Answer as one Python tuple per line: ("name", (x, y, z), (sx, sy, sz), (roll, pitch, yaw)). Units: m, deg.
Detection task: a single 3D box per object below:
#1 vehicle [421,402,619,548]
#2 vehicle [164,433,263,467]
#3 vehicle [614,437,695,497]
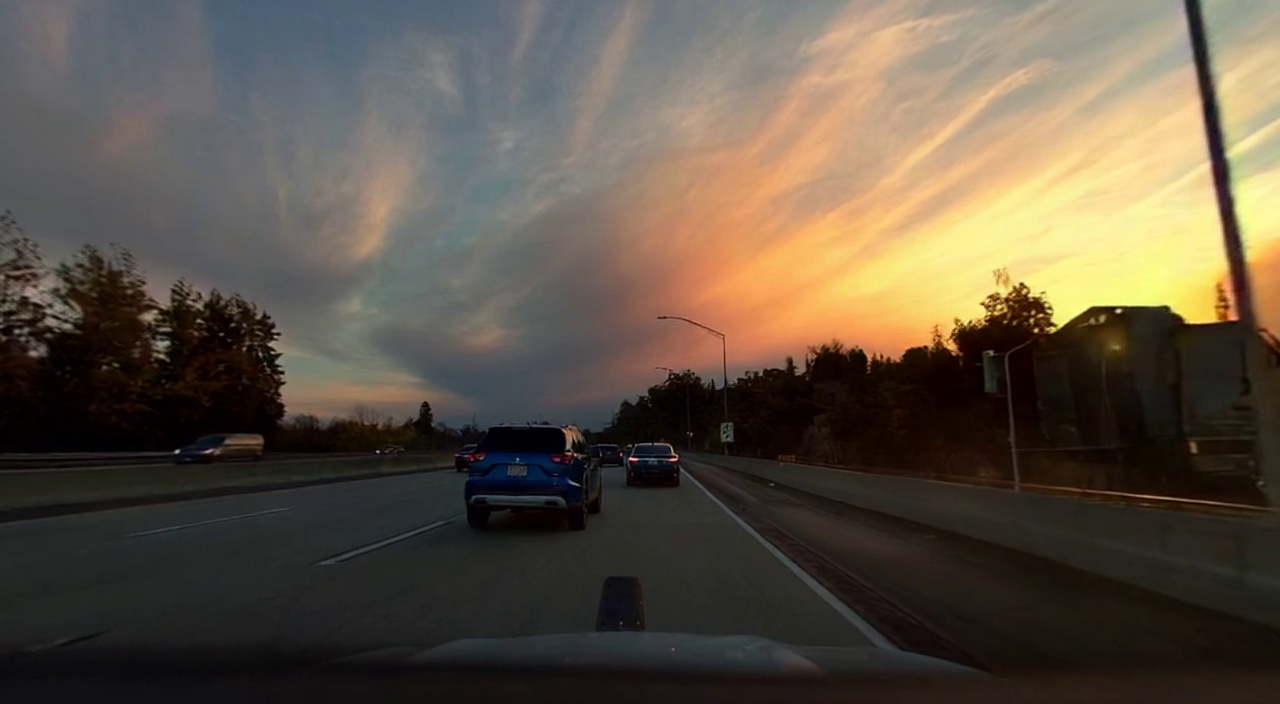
("vehicle", (-1.561, 1.842, 9.957), (2.123, 1.798, 4.108), (0, -9, 3))
("vehicle", (-30.738, 7.105, 45.752), (2.256, 2.318, 6.501), (-1, -9, 4))
("vehicle", (0.436, 3.229, 18.031), (2.068, 1.488, 4.045), (0, -9, 2))
